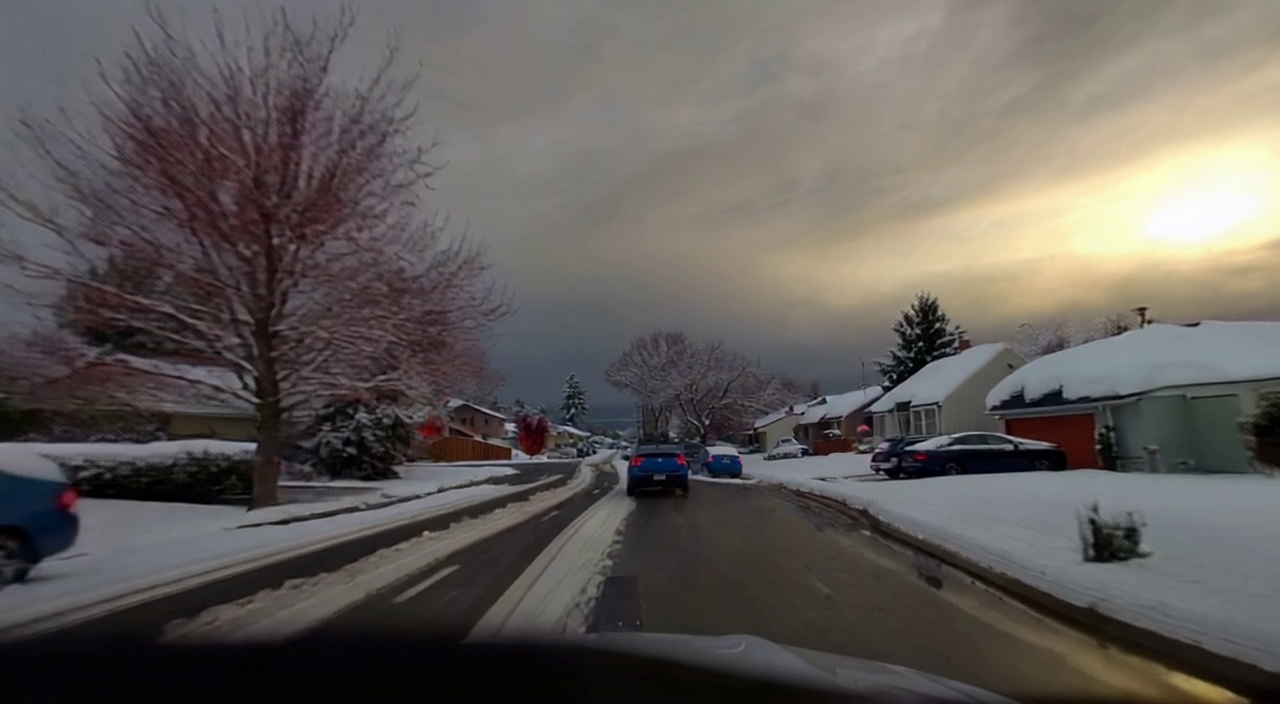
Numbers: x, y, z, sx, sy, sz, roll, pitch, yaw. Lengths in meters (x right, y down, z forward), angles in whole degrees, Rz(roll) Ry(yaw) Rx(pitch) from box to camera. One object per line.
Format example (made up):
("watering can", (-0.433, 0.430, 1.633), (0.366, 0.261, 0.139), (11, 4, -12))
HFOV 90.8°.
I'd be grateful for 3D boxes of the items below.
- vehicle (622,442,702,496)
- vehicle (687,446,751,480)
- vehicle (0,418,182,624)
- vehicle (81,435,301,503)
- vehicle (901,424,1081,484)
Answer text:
("vehicle", (0.571, 3.558, 19.633), (2.192, 1.474, 4.192), (0, -9, -1))
("vehicle", (3.600, 5.144, 29.606), (2.089, 1.462, 4.529), (1, -9, -4))
("vehicle", (-6.824, 1.471, 5.154), (2.641, 1.747, 4.738), (-2, -7, 0))
("vehicle", (-12.621, 3.311, 18.077), (4.597, 1.794, 2.043), (1, -10, -5))
("vehicle", (11.152, 3.237, 20.293), (4.524, 1.587, 2.064), (-2, -7, -6))
